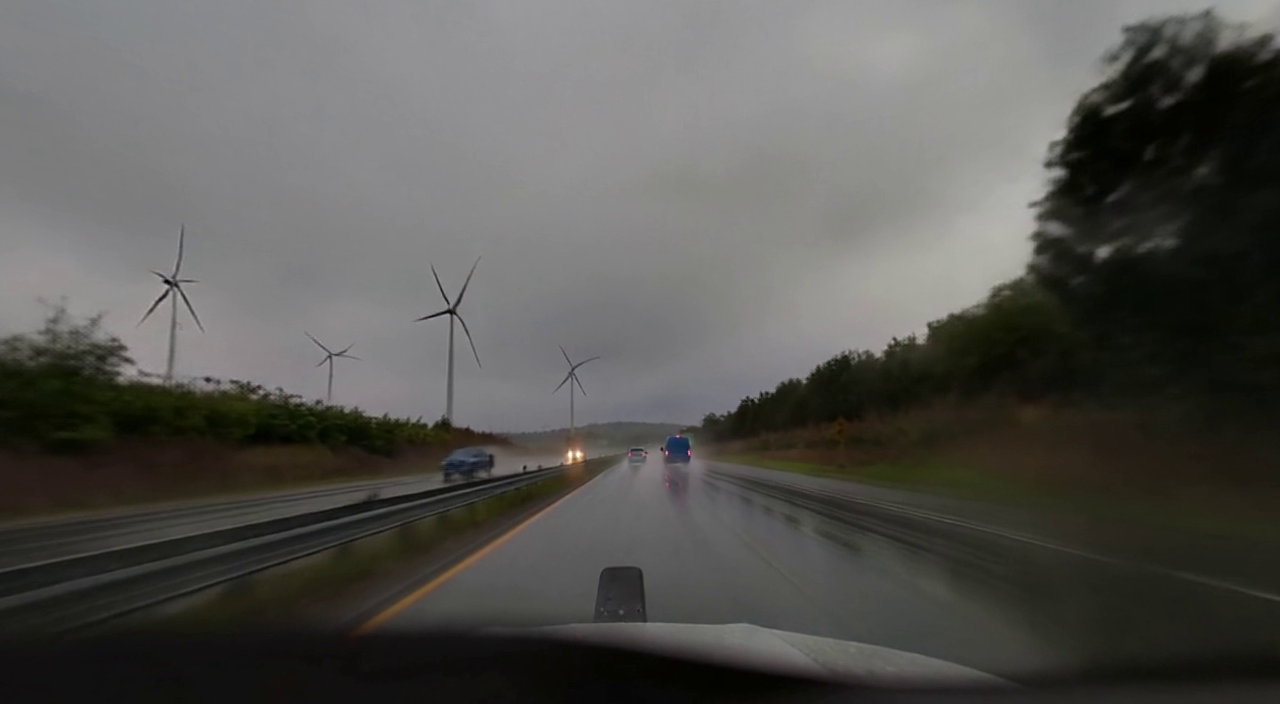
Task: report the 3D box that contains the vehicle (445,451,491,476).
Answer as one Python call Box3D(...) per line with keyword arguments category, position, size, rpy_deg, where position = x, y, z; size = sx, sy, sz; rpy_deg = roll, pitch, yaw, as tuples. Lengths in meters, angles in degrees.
Box3D(category="vehicle", position=(-12.407, 8.044, 45.648), size=(1.999, 1.666, 4.506), rpy_deg=(0, -9, 0))
